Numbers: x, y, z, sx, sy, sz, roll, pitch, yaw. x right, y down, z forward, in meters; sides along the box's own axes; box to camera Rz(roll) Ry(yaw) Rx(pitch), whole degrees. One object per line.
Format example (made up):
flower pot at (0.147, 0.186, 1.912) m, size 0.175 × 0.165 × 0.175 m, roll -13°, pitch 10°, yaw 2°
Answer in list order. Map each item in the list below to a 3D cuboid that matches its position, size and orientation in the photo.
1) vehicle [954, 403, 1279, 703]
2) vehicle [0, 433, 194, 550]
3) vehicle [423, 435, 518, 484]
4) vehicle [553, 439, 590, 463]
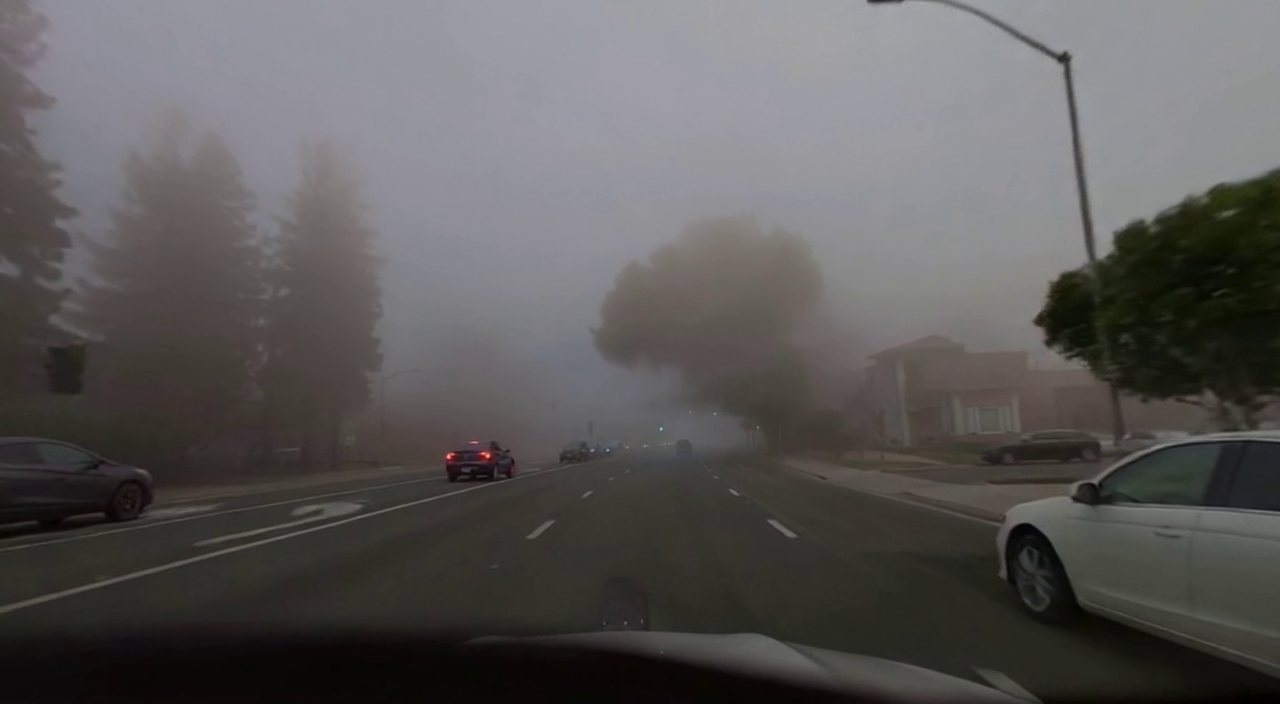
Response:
vehicle at (3.852, 1.062, 3.353) m, size 2.003 × 1.494 × 4.705 m, roll 0°, pitch -8°, yaw 1°
vehicle at (-9.595, 2.086, 9.874) m, size 1.951 × 1.554 × 4.444 m, roll 0°, pitch -8°, yaw 0°
vehicle at (-6.037, 3.887, 23.045) m, size 1.988 × 1.597 × 4.404 m, roll -1°, pitch -8°, yaw 4°
vehicle at (-4.766, 6.966, 44.332) m, size 1.870 × 1.616 × 3.765 m, roll -1°, pitch -9°, yaw 6°
